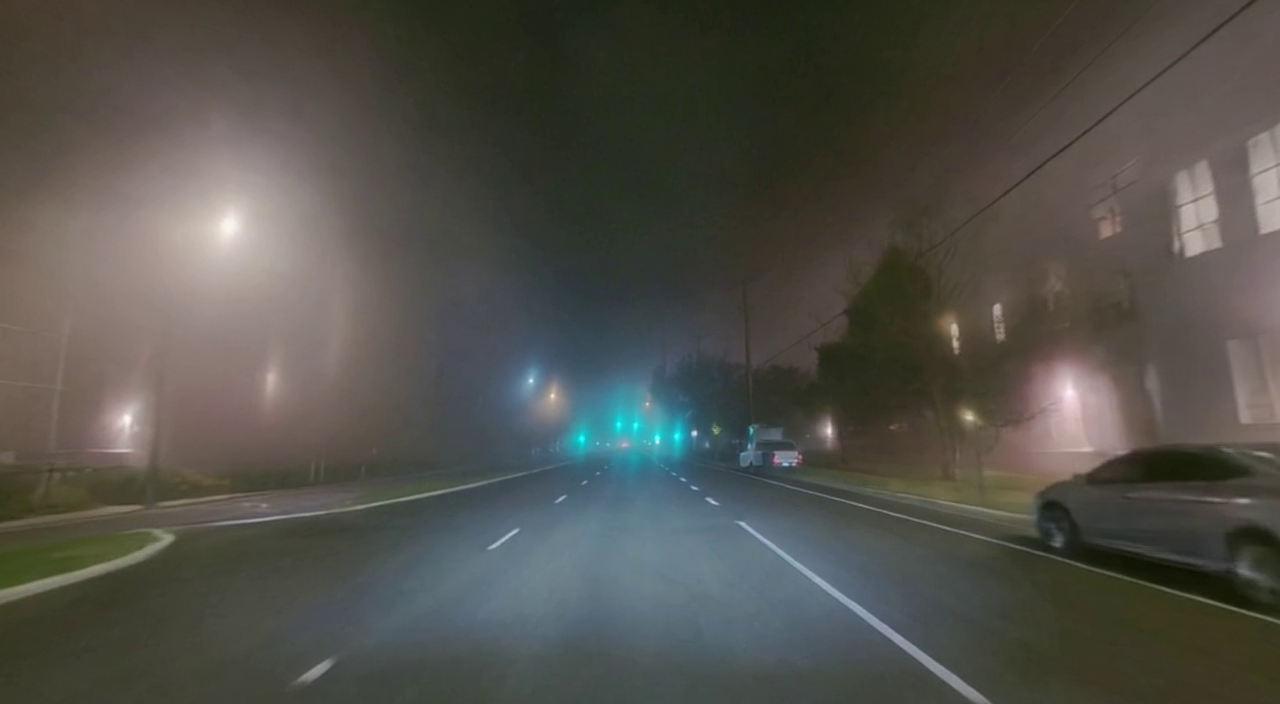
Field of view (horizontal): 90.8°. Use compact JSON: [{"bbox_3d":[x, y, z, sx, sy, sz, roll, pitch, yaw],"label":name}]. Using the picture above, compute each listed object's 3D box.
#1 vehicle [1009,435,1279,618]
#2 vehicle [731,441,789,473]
[{"bbox_3d":[6.168,1.589,6.295,1.944,1.478,4.885,0,-8,-1],"label":"vehicle"},{"bbox_3d":[6.259,5.532,33.507,1.948,1.526,4.518,0,-9,-3],"label":"vehicle"}]
